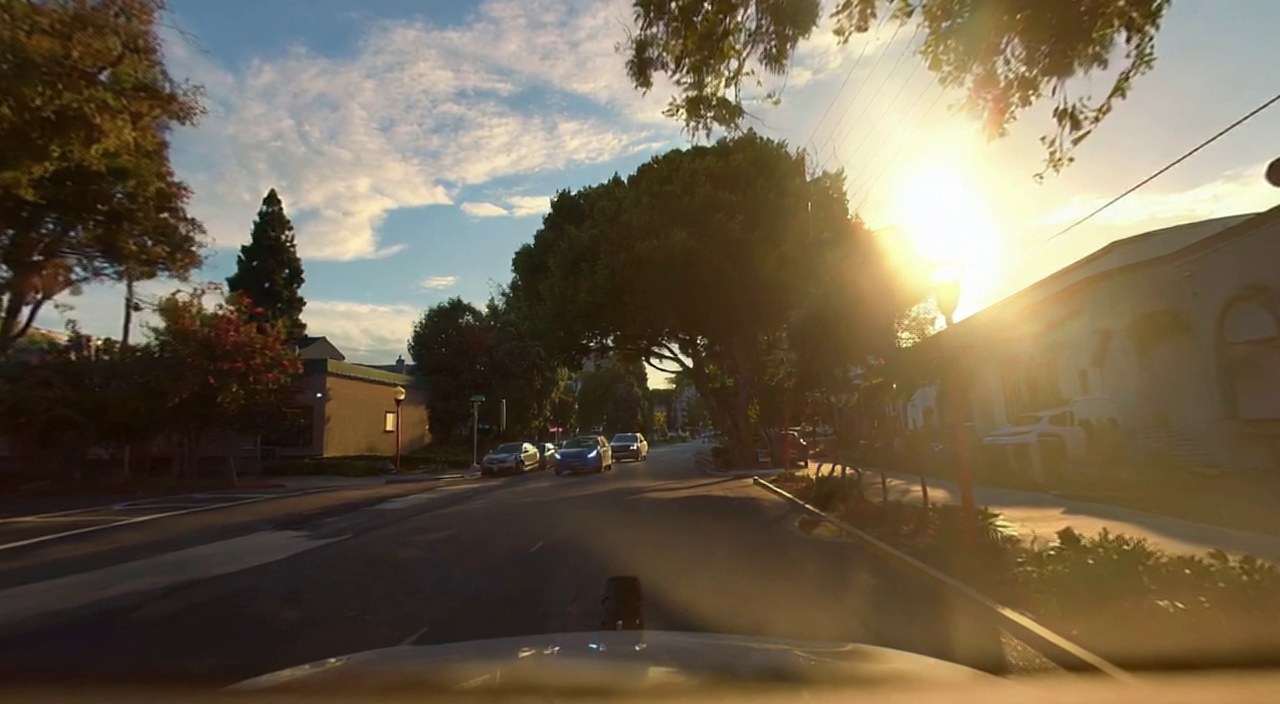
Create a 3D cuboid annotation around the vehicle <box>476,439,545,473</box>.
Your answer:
[{"bbox_3d":[-6.038,4.924,30.002,1.968,1.443,4.358,-1,-9,6],"label":"vehicle"}]

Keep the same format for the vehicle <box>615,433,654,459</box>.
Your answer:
[{"bbox_3d":[-0.291,6.426,43.041,2.110,1.651,4.410,-1,-9,7],"label":"vehicle"}]

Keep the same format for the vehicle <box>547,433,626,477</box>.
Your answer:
[{"bbox_3d":[-1.930,3.944,24.414,2.056,1.508,4.596,-1,-9,8],"label":"vehicle"}]

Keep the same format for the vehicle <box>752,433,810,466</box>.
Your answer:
[{"bbox_3d":[6.724,4.675,30.599,1.918,1.461,4.419,0,-8,1],"label":"vehicle"}]
